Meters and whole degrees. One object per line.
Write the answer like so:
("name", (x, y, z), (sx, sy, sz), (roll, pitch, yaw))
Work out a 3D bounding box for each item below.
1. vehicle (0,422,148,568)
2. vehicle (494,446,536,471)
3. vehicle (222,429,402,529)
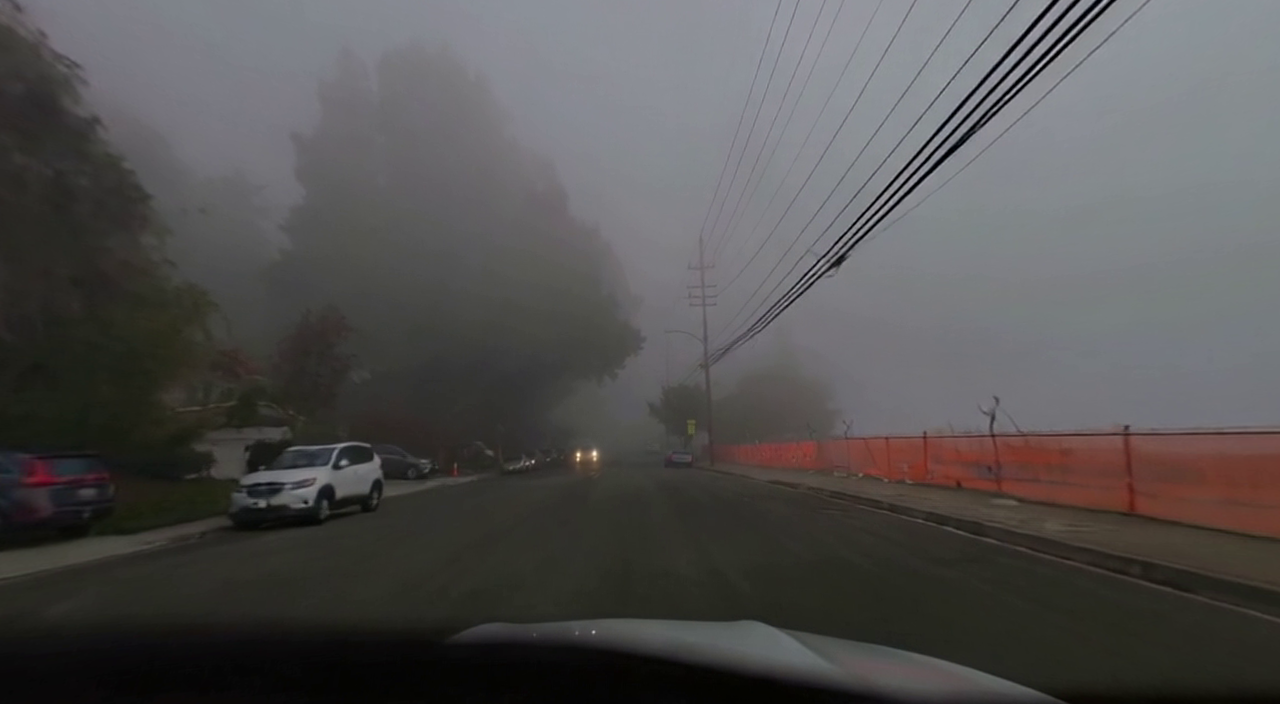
("vehicle", (-10.506, 1.997, 9.188), (4.872, 1.844, 2.095), (0, -8, 0))
("vehicle", (-8.271, 7.075, 42.238), (2.041, 1.480, 4.474), (-2, -9, -2))
("vehicle", (-6.884, 2.698, 13.847), (1.932, 1.743, 4.079), (-2, -9, -3))
